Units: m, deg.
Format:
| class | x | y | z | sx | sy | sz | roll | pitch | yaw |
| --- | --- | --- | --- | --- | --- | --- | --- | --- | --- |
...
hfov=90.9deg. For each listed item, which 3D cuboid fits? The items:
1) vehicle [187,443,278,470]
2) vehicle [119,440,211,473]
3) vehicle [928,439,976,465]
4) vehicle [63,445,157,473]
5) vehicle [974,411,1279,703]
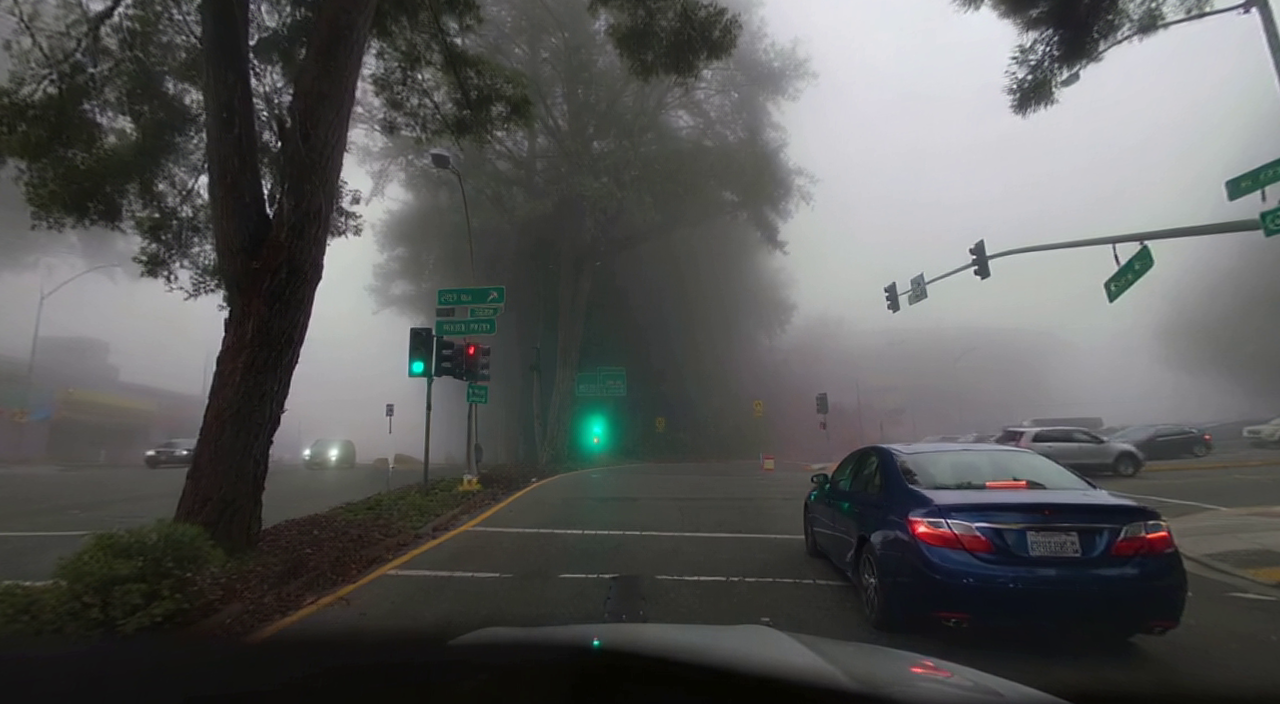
| class | x | y | z | sx | sy | sz | roll | pitch | yaw |
| --- | --- | --- | --- | --- | --- | --- | --- | --- | --- |
| vehicle | -22.978 | 5.894 | 35.806 | 2.206 | 1.447 | 4.697 | 0 | -8 | -2 |
| vehicle | -27.002 | 5.938 | 36.057 | 1.886 | 1.694 | 4.420 | 0 | -8 | -2 |
| vehicle | 19.250 | 6.142 | 39.048 | 1.930 | 1.492 | 4.703 | -3 | -9 | 18 |
| vehicle | -34.006 | 6.856 | 40.648 | 2.079 | 1.681 | 4.675 | 0 | -8 | -1 |
| vehicle | 4.112 | 1.070 | 3.303 | 1.940 | 1.487 | 4.562 | 0 | -8 | -4 |
